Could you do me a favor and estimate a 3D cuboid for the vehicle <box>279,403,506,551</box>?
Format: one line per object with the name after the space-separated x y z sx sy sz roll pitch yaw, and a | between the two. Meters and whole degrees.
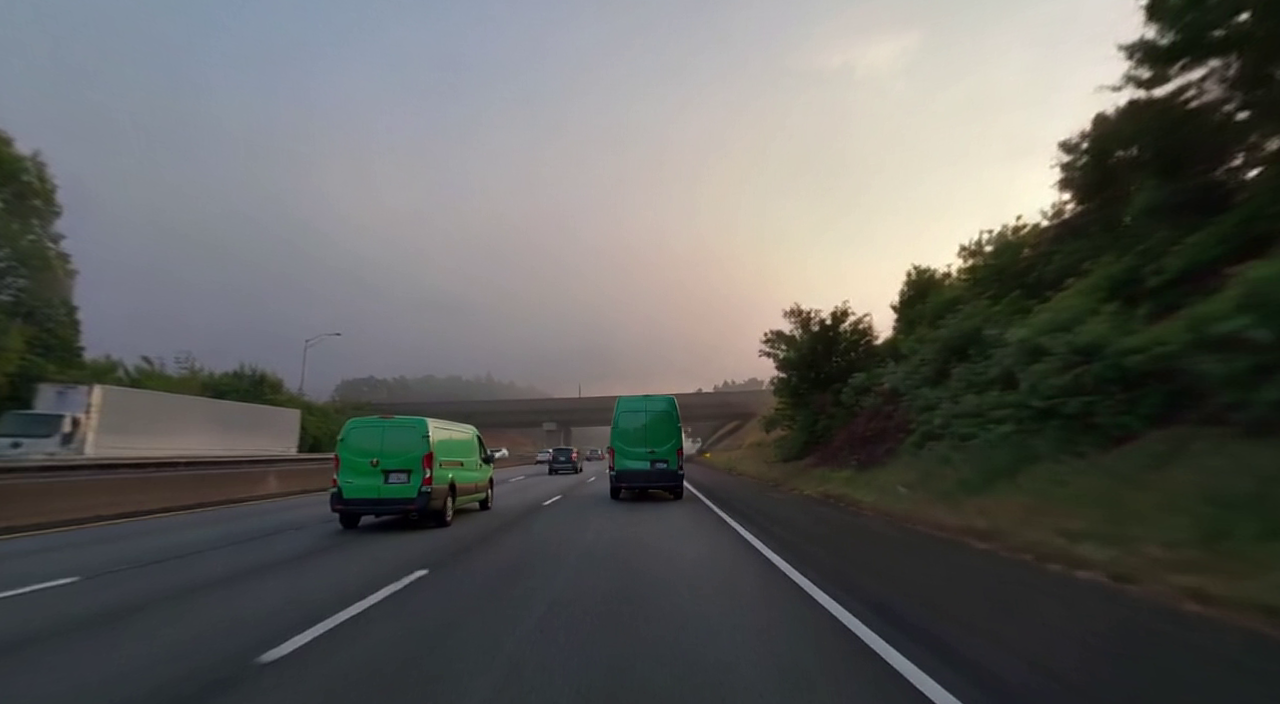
-3.601 1.913 10.115 1.951 1.882 3.979 0 -9 0 | vehicle

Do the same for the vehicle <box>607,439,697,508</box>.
0.249 2.945 15.609 1.991 1.507 3.391 0 -9 -1 | vehicle

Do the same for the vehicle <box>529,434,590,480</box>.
-3.418 4.596 27.688 2.068 1.862 4.234 0 -9 1 | vehicle

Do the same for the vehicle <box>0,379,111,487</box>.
-23.665 3.203 24.934 2.891 4.015 2.438 0 -9 3 | vehicle

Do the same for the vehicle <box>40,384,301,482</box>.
-23.514 4.491 33.523 2.813 4.101 14.020 0 -9 1 | vehicle
